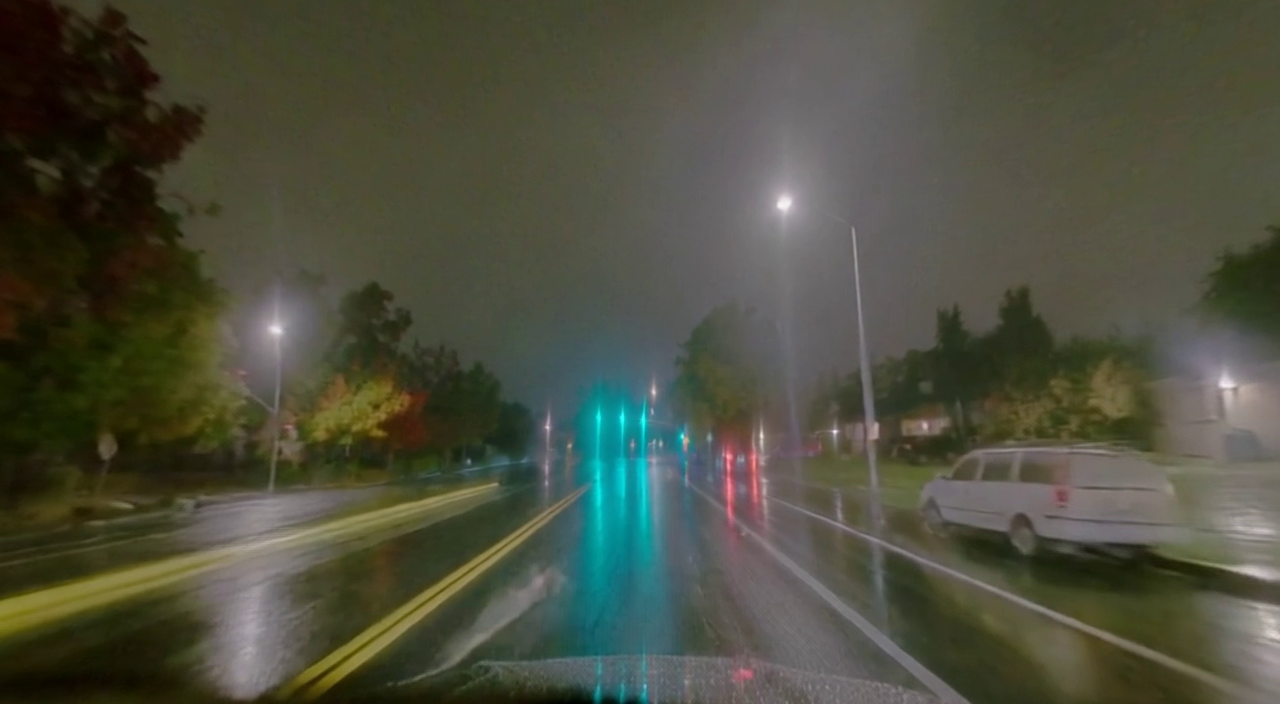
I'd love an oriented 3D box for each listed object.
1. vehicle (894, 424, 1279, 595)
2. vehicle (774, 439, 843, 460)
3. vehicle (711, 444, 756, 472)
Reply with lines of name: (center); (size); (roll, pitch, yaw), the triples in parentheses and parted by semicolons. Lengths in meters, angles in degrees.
vehicle: (5.000, 1.757, 7.911); (1.955, 1.549, 4.129); (0, -8, 1)
vehicle: (12.385, 7.200, 46.546); (4.502, 1.470, 1.839); (0, -8, -1)
vehicle: (5.343, 6.123, 36.707); (2.032, 1.478, 5.040); (0, -8, 2)
